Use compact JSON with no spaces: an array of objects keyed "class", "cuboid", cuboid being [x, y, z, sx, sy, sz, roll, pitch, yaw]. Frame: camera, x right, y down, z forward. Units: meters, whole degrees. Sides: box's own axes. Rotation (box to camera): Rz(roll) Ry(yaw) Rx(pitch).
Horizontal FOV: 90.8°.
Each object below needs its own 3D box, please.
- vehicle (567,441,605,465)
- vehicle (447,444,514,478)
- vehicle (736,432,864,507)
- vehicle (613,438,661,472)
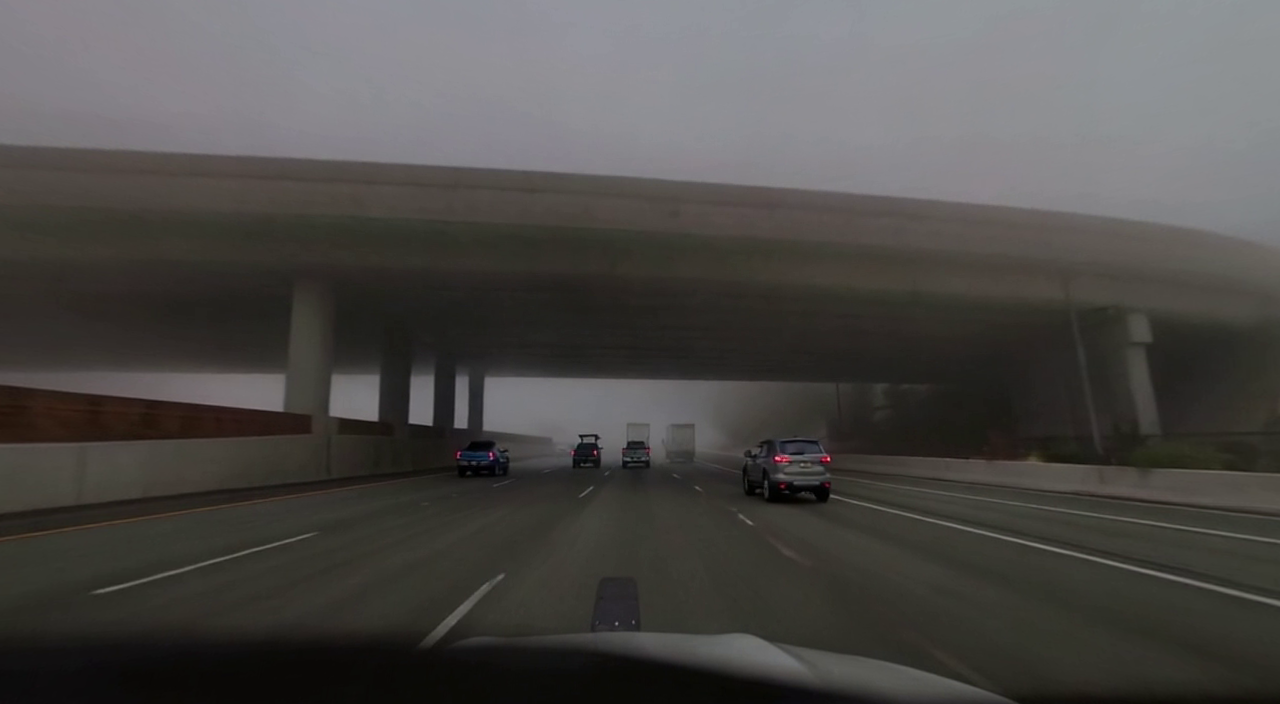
[{"class":"vehicle","cuboid":[-4.145,7.884,49.388,2.535,1.715,5.030,0,-9,-1]},{"class":"vehicle","cuboid":[-7.393,5.074,29.746,1.947,1.444,4.595,0,-9,0]},{"class":"vehicle","cuboid":[3.881,2.939,16.140,2.119,1.653,4.000,0,-9,-2]},{"class":"vehicle","cuboid":[-0.181,5.930,36.544,2.572,1.837,5.693,0,-9,0]}]
